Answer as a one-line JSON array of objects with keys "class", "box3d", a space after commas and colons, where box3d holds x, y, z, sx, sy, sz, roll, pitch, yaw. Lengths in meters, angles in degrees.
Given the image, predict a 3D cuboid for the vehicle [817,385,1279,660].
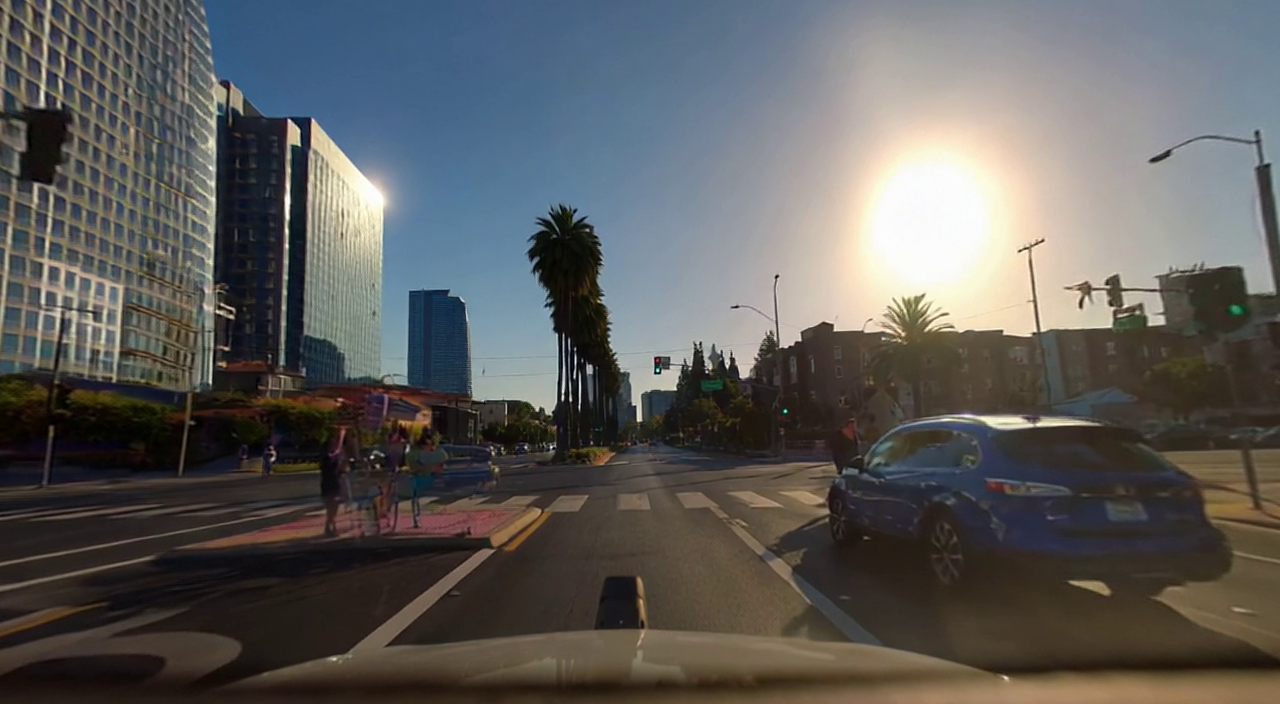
[{"class": "vehicle", "box3d": [3.341, 1.329, 5.939, 2.060, 1.631, 4.169, 0, -9, -1]}]
